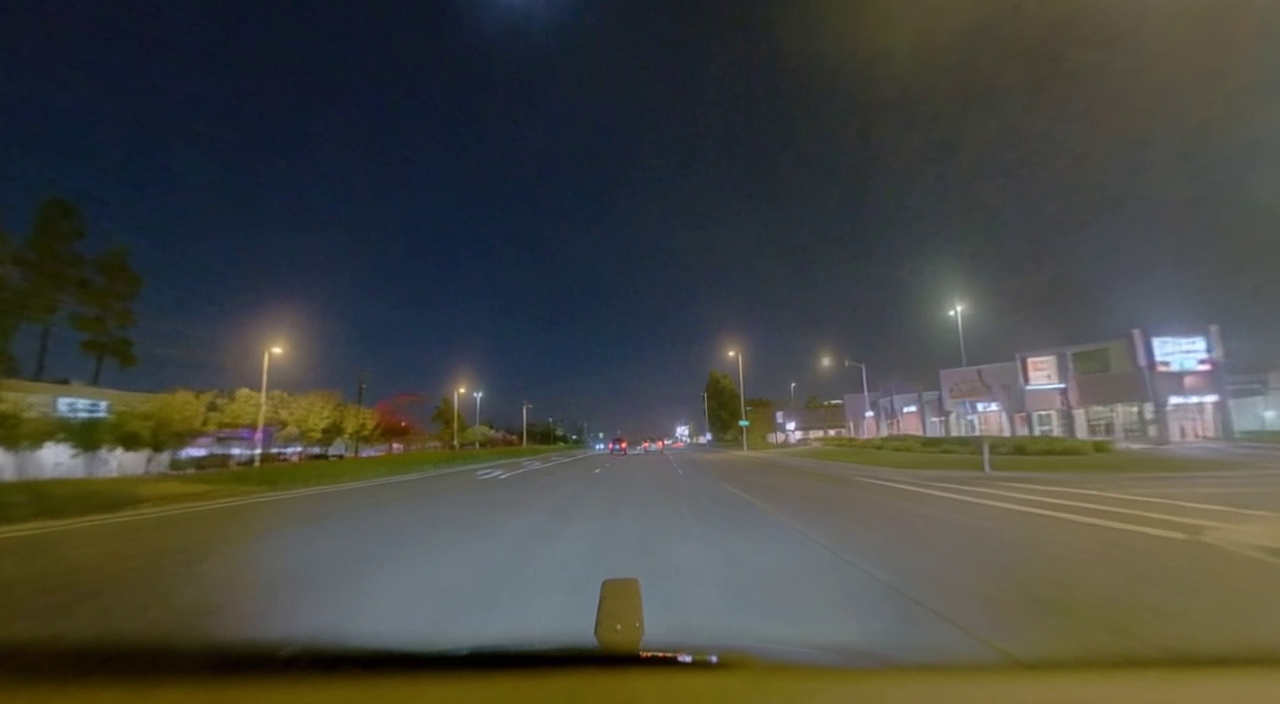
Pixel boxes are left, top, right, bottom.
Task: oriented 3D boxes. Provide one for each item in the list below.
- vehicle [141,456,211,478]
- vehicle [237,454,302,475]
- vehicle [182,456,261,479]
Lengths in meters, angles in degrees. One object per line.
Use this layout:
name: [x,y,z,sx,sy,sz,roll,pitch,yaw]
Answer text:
vehicle: [-31.640,7.860,43.229,1.815,1.401,3.775,-1,-10,2]
vehicle: [-28.998,8.794,49.668,1.960,1.478,4.949,-1,-9,3]
vehicle: [-29.094,8.035,44.145,1.920,1.442,4.998,-1,-9,2]
